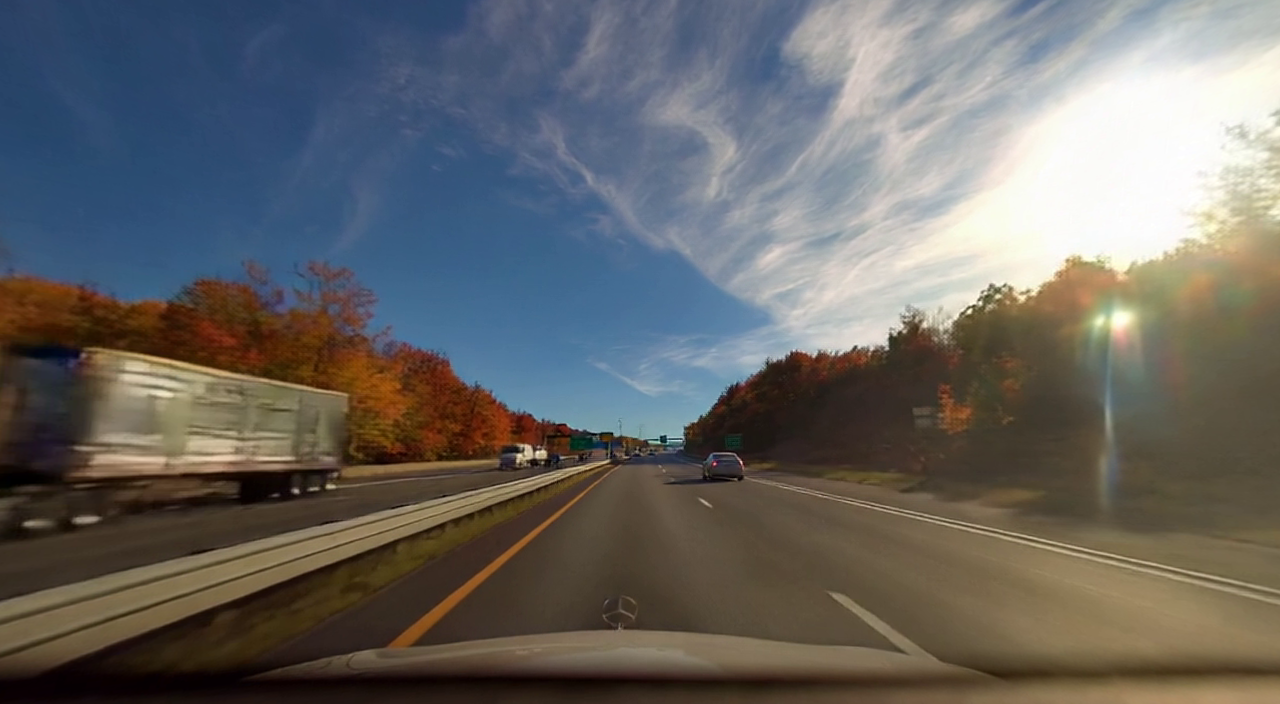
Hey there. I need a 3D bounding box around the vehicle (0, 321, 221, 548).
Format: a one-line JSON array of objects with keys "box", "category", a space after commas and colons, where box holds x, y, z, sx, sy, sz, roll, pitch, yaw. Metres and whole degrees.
[{"box": [-12.817, 1.585, 11.813, 3.017, 3.962, 9.879, 0, -9, -1], "category": "vehicle"}]

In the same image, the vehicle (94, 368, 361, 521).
[{"box": [-12.904, 3.117, 21.139, 2.861, 4.025, 8.961, 0, -9, -1], "category": "vehicle"}]

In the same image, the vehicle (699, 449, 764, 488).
[{"box": [3.870, 5.027, 27.408, 2.070, 1.546, 4.648, 0, -9, -1], "category": "vehicle"}]
